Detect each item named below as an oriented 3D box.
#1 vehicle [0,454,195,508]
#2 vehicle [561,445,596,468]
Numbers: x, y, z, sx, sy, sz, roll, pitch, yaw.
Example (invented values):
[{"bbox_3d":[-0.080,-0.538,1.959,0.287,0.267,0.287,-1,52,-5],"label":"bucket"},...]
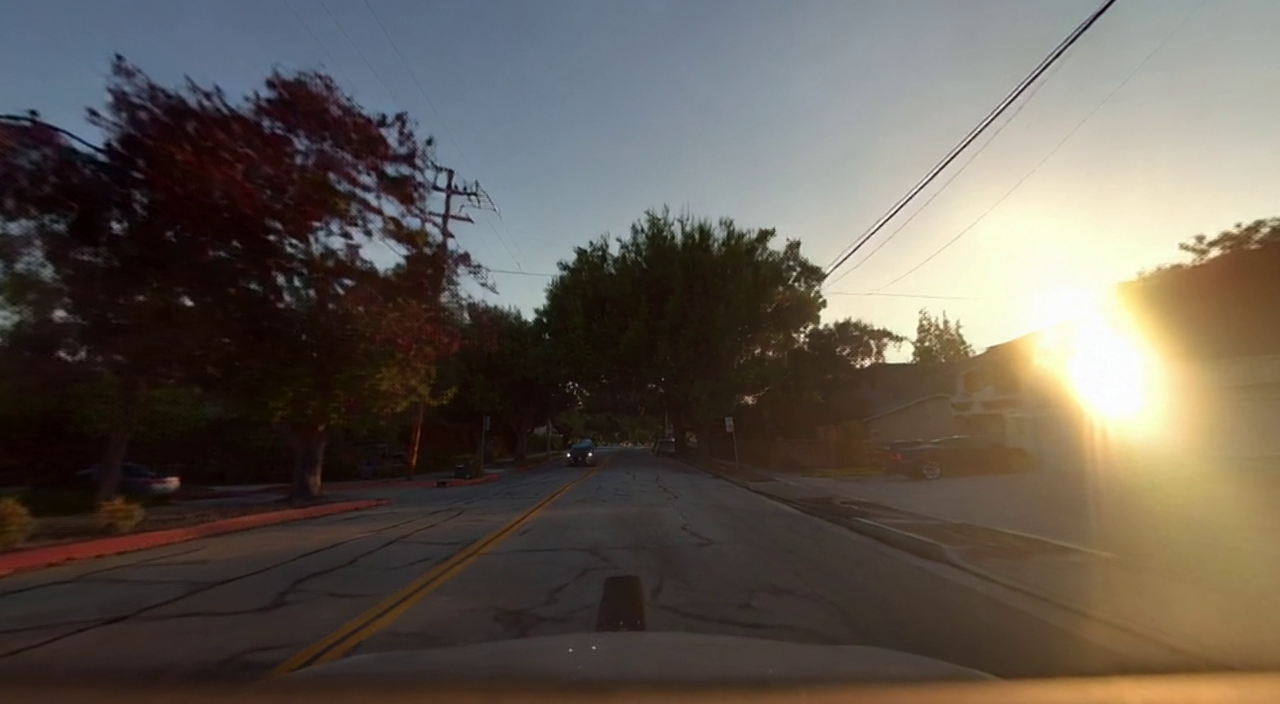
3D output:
[{"bbox_3d":[-18.575,4.383,21.663,4.874,1.675,2.197,0,-8,-1],"label":"vehicle"},{"bbox_3d":[-4.049,6.979,42.324,1.959,1.473,4.115,0,-9,0],"label":"vehicle"}]
